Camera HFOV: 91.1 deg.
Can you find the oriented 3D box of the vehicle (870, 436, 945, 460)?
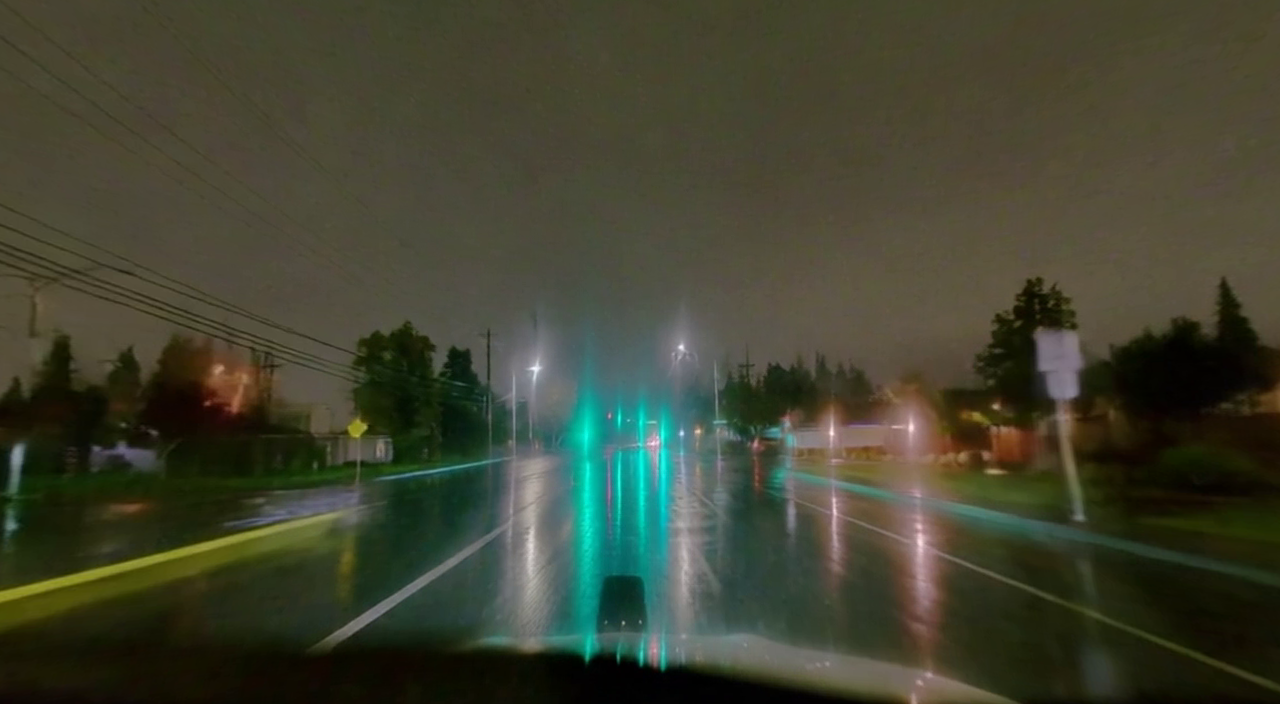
[{"bbox_3d":[20.671,7.416,48.599,4.849,1.470,2.041,-3,-7,-8],"label":"vehicle"}]
